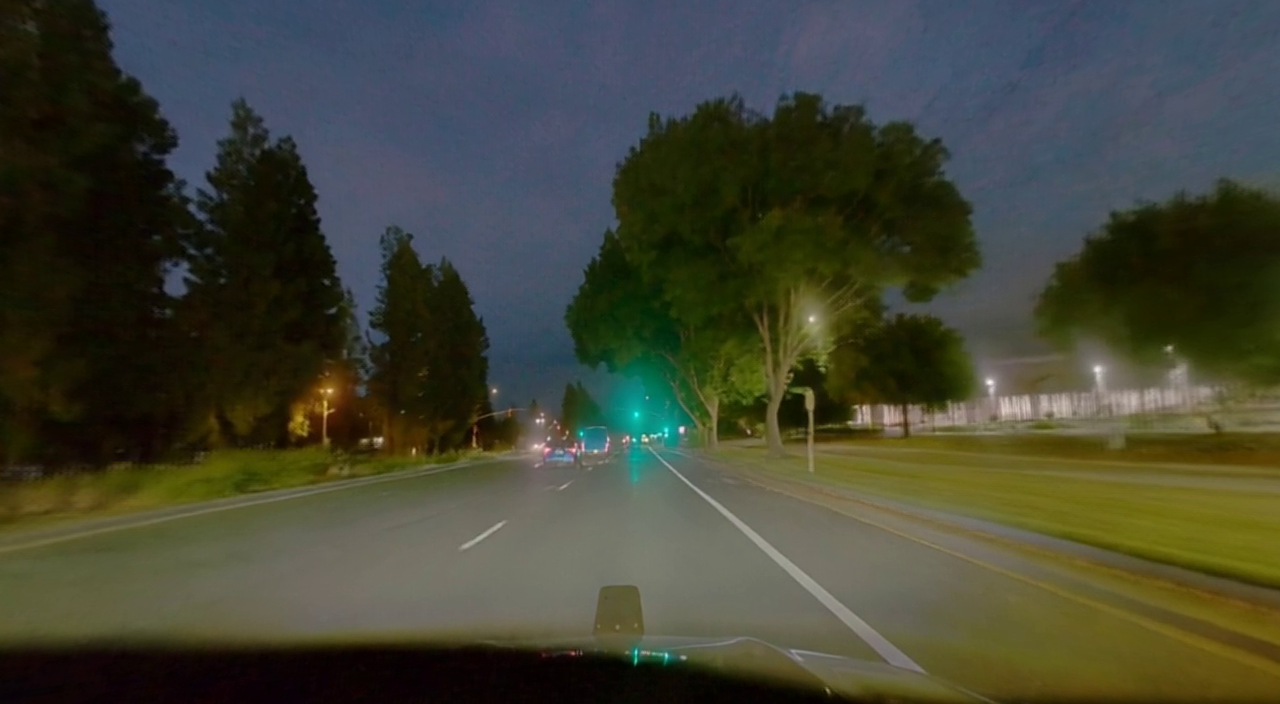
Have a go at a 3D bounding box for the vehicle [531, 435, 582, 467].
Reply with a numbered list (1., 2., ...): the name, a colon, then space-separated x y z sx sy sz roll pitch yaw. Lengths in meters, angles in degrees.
1. vehicle: -3.961 4.772 30.591 2.009 1.473 4.028 0 -8 -1
